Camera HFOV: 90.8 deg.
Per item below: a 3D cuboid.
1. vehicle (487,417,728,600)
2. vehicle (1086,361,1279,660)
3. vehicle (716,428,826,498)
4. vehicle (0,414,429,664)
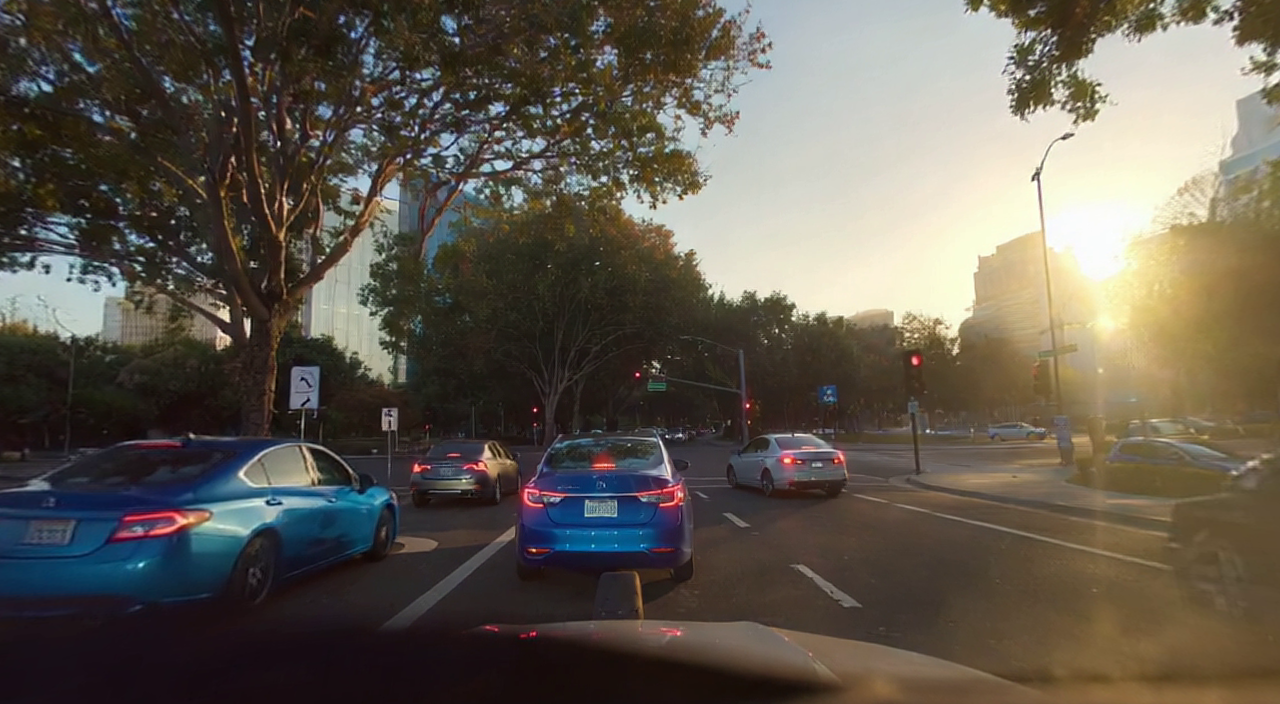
[{"bbox_3d":[-0.342,1.644,7.552,2.045,1.533,4.183,0,-8,-2],"label":"vehicle"},{"bbox_3d":[4.841,0.821,2.958,2.038,1.750,4.535,0,-8,-2],"label":"vehicle"},{"bbox_3d":[3.440,3.011,17.514,2.028,1.678,4.220,0,-8,-2],"label":"vehicle"},{"bbox_3d":[-3.795,1.450,6.059,2.074,1.485,4.395,0,-8,-1],"label":"vehicle"}]
